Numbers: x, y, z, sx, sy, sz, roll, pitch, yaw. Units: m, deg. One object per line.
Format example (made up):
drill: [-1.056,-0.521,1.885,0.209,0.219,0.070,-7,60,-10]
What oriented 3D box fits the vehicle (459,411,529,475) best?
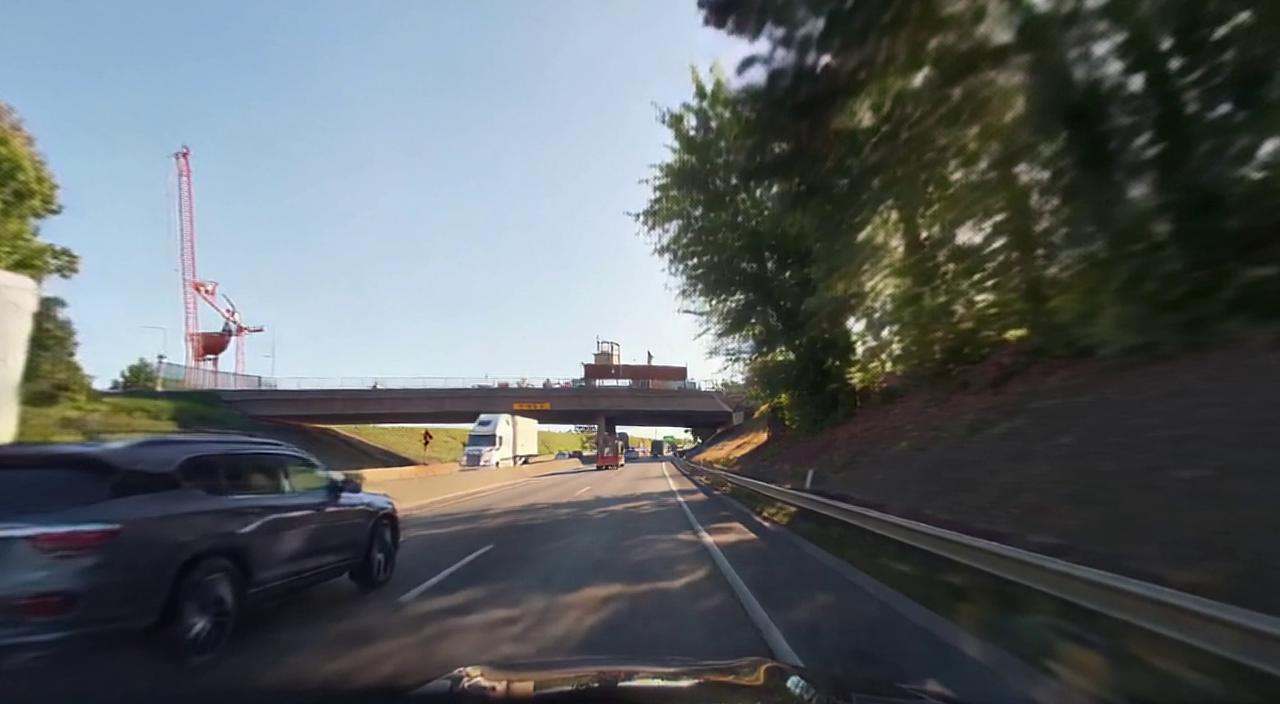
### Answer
vehicle: [-9.544,6.067,41.925,3.012,3.952,5.836,-1,-9,2]

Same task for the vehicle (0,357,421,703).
vehicle: [-3.316,1.145,4.290,2.194,1.648,3.984,0,-9,0]

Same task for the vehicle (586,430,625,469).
vehicle: [-2.616,7.626,49.173,2.565,2.771,6.641,0,-9,1]
